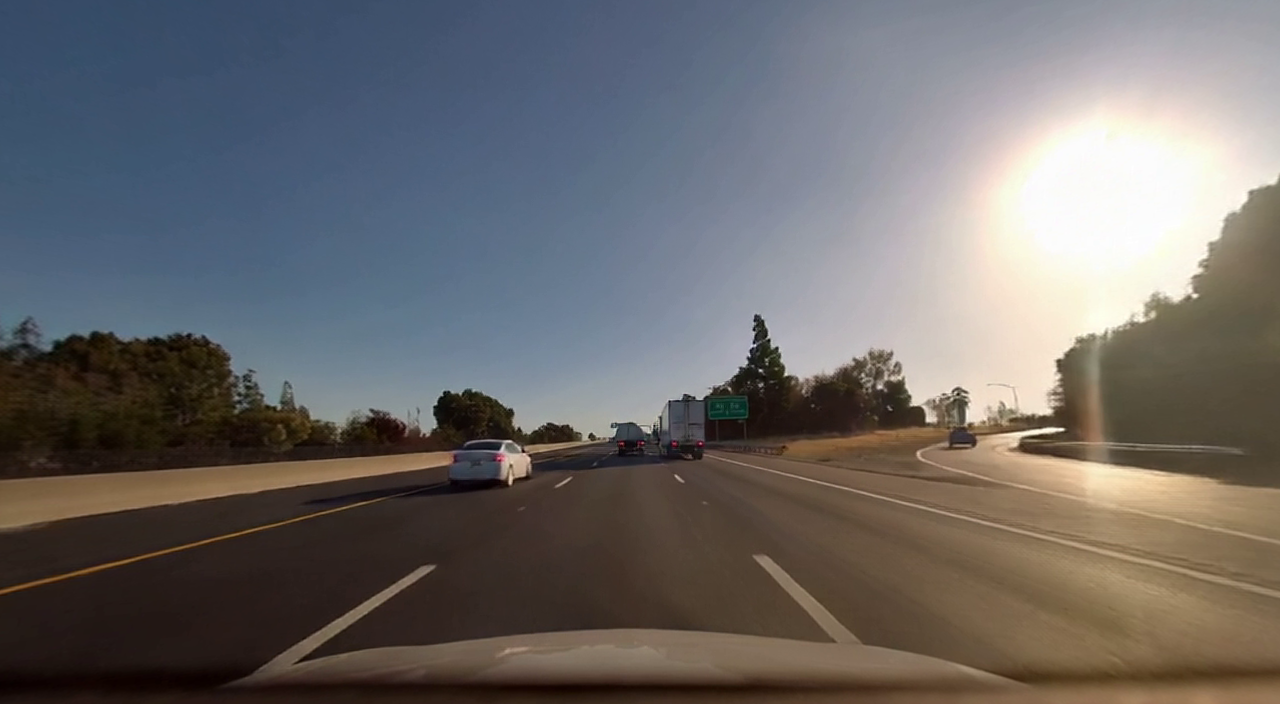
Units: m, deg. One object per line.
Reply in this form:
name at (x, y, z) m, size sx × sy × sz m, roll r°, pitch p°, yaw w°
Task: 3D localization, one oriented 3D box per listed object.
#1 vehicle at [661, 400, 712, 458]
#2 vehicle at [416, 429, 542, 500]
vehicle at (3.425, 6.110, 49.230) m, size 2.997 × 3.983 × 10.860 m, roll 0°, pitch -8°, yaw -1°
vehicle at (-3.909, 2.807, 16.150) m, size 2.111 × 1.536 × 4.270 m, roll 0°, pitch -8°, yaw 0°
